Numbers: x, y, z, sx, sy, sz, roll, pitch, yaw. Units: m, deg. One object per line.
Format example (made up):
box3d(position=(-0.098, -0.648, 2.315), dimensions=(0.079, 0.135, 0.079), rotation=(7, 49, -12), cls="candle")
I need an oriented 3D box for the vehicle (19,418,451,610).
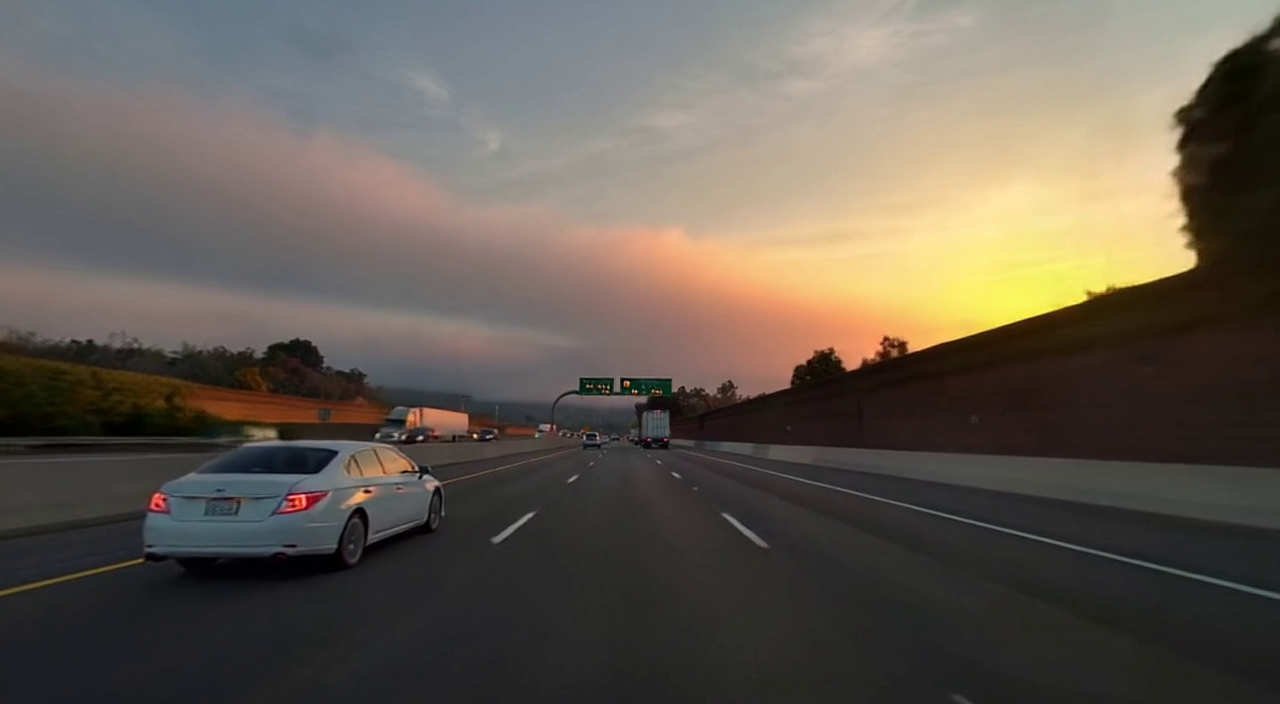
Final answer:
box3d(position=(-3.749, 1.533, 7.053), dimensions=(1.971, 1.444, 4.401), rotation=(0, -8, -1), cls="vehicle")
